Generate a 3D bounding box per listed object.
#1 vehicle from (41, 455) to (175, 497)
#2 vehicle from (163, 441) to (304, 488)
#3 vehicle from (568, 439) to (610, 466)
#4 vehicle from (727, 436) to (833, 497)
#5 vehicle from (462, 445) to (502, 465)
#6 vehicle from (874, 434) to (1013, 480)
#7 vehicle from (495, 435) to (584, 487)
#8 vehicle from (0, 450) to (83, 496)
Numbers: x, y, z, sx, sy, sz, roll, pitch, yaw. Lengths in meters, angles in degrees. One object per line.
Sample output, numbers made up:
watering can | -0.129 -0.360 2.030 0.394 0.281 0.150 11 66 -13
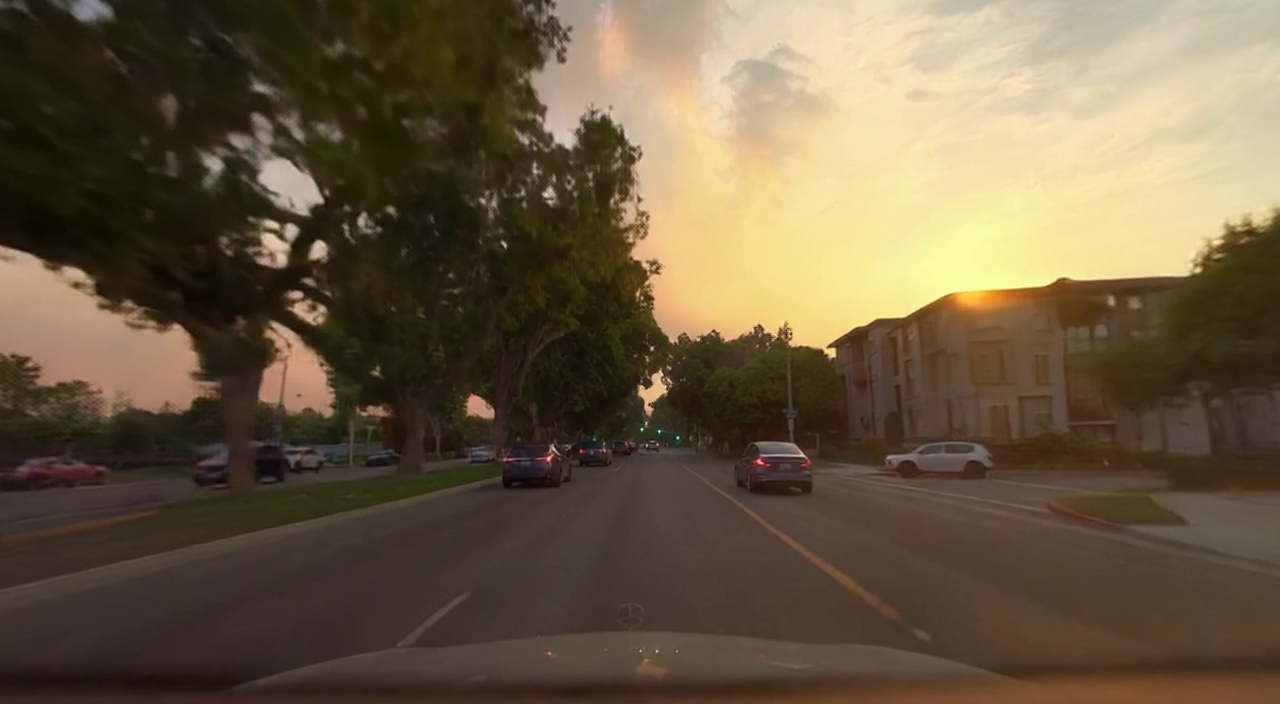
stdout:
vehicle | -22.367 5.198 26.800 1.889 1.520 4.524 1 -8 -3
vehicle | -18.400 5.091 29.051 2.345 1.906 6.020 0 -8 1
vehicle | -2.996 6.015 37.931 1.988 1.497 4.404 0 -8 3
vehicle | 3.842 3.207 18.133 2.010 1.486 4.498 0 -8 0
vehicle | -12.222 7.944 48.896 1.871 1.478 4.489 0 -8 1
vehicle | 12.354 4.291 26.013 4.717 1.733 1.994 -1 -8 10
vehicle | -3.122 3.503 20.601 2.053 1.480 4.381 0 -8 2
vehicle | -26.977 5.160 27.101 1.920 1.770 4.453 0 -8 0
